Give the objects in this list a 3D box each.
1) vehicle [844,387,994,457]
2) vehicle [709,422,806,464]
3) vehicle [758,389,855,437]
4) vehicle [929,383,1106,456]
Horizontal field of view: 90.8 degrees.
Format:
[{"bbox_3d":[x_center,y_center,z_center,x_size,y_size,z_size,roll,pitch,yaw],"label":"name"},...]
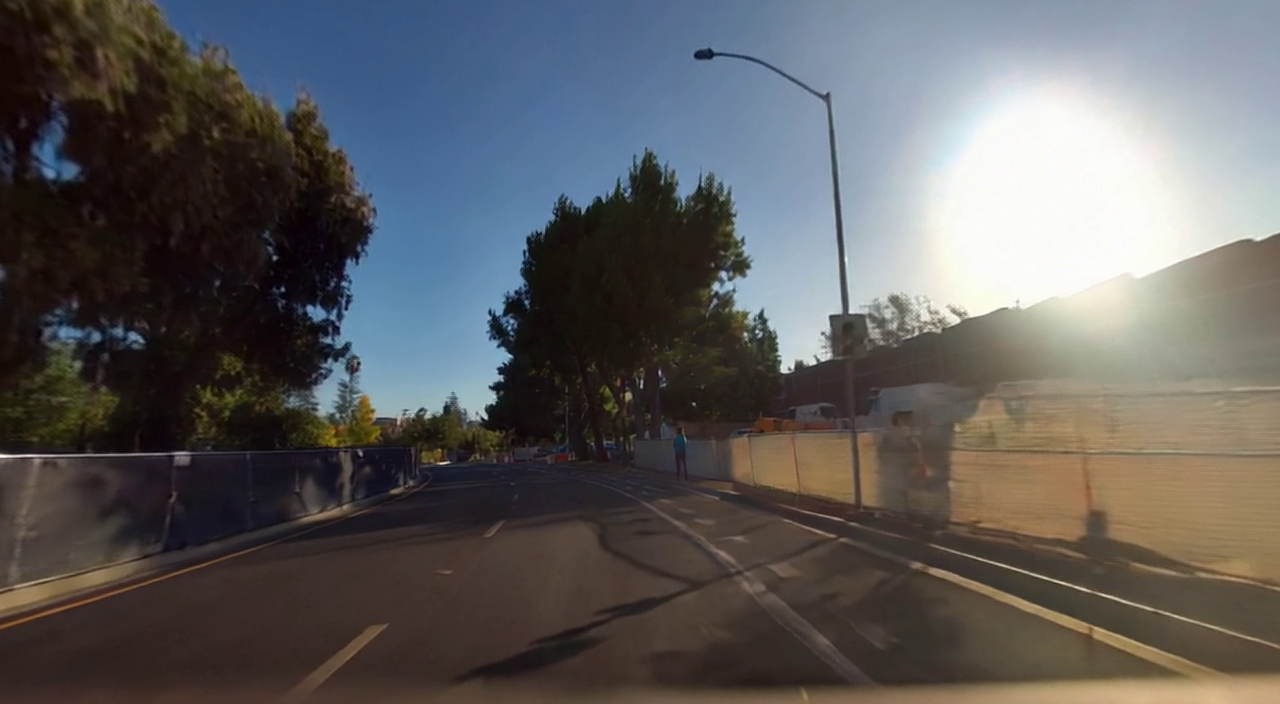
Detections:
[{"bbox_3d":[8.231,2.132,18.734,3.674,1.559,1.775,8,-11,-9],"label":"vehicle"},{"bbox_3d":[6.747,5.187,36.238,5.021,1.930,2.119,-1,-9,-27],"label":"vehicle"},{"bbox_3d":[8.216,3.031,31.081,4.180,1.880,2.028,8,-9,-23],"label":"vehicle"},{"bbox_3d":[9.395,1.747,15.915,3.451,1.504,1.652,4,-10,-5],"label":"vehicle"}]
